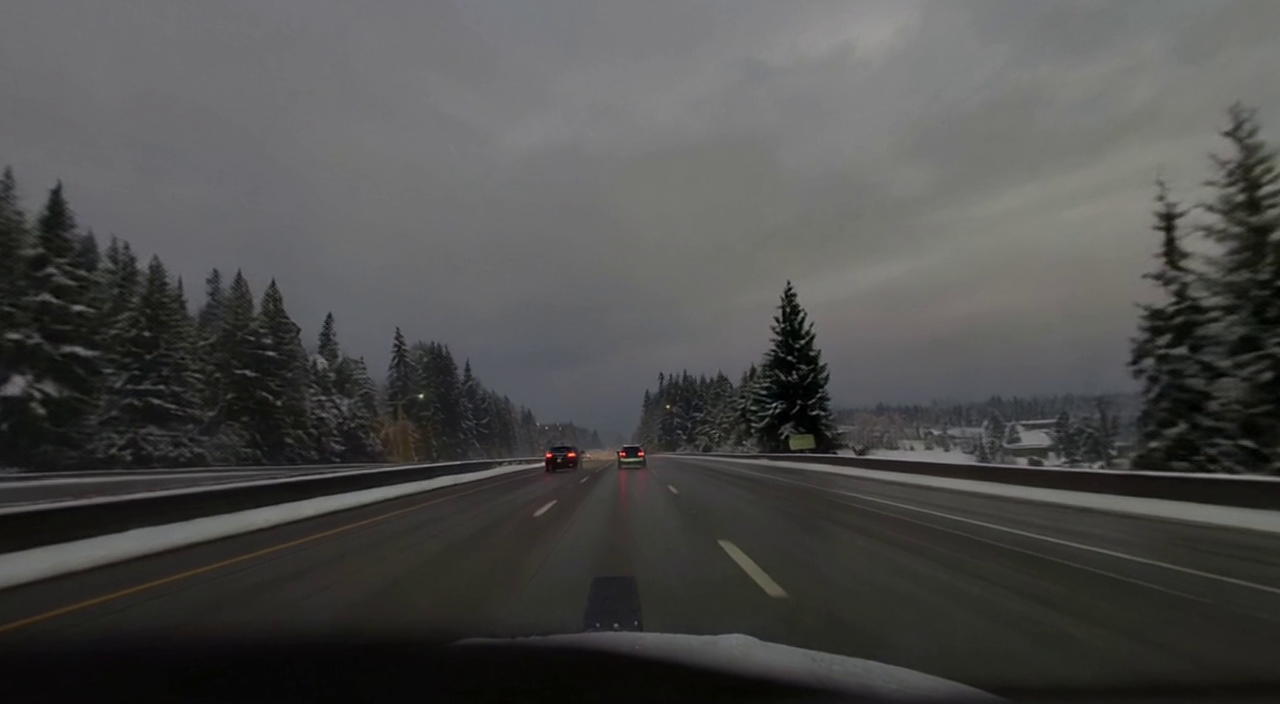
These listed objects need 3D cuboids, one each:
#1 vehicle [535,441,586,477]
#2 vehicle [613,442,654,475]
[{"bbox_3d":[-4.133,5.664,33.658,2.130,1.741,4.665,0,-8,0],"label":"vehicle"},{"bbox_3d":[-0.340,5.832,34.573,2.130,1.684,3.826,0,-8,0],"label":"vehicle"}]
